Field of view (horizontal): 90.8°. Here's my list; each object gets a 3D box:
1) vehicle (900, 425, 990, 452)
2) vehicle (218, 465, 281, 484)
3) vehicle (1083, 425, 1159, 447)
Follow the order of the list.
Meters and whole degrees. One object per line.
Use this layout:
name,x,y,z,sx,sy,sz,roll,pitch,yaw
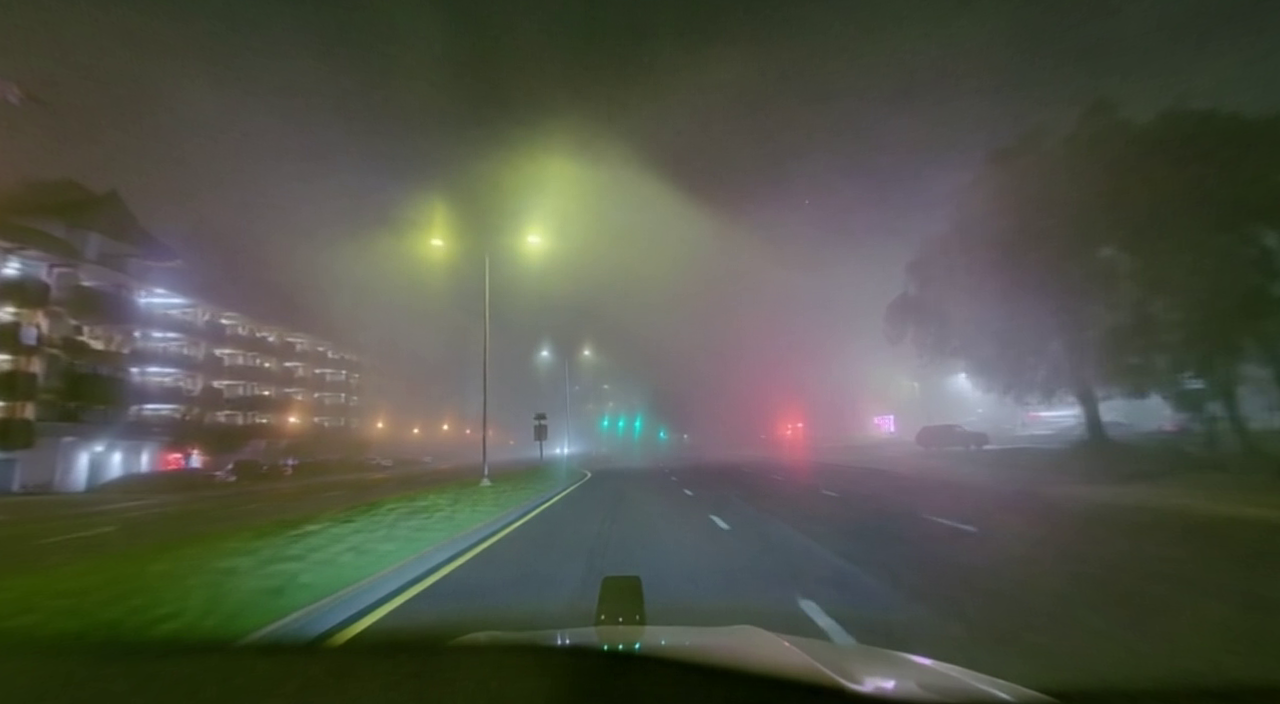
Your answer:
vehicle,19.758,5.650,41.121,4.745,1.675,2.096,0,-9,0
vehicle,-30.746,9.670,49.796,3.705,1.403,1.762,0,-9,2
vehicle,33.251,5.861,43.788,1.818,1.427,4.239,0,-9,-2
